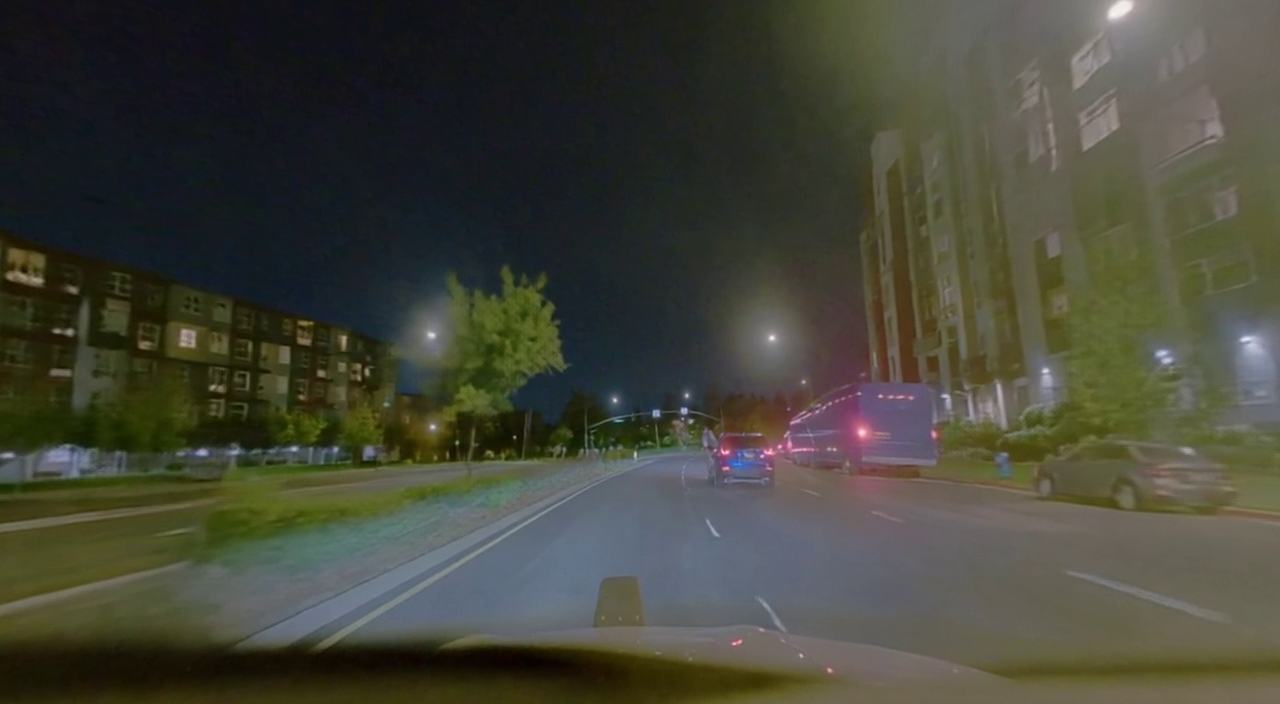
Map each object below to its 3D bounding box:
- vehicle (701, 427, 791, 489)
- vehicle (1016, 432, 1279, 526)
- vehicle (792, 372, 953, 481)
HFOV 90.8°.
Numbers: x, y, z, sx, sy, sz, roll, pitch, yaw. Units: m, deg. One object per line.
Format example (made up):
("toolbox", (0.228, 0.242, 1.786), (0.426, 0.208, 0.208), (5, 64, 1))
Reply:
("vehicle", (3.329, 3.455, 20.839), (2.215, 1.812, 4.569), (0, -9, 1))
("vehicle", (9.979, 2.444, 12.834), (1.870, 1.504, 4.823), (0, -8, 2))
("vehicle", (11.082, 4.199, 33.409), (2.887, 4.158, 18.418), (-1, -8, 4))
